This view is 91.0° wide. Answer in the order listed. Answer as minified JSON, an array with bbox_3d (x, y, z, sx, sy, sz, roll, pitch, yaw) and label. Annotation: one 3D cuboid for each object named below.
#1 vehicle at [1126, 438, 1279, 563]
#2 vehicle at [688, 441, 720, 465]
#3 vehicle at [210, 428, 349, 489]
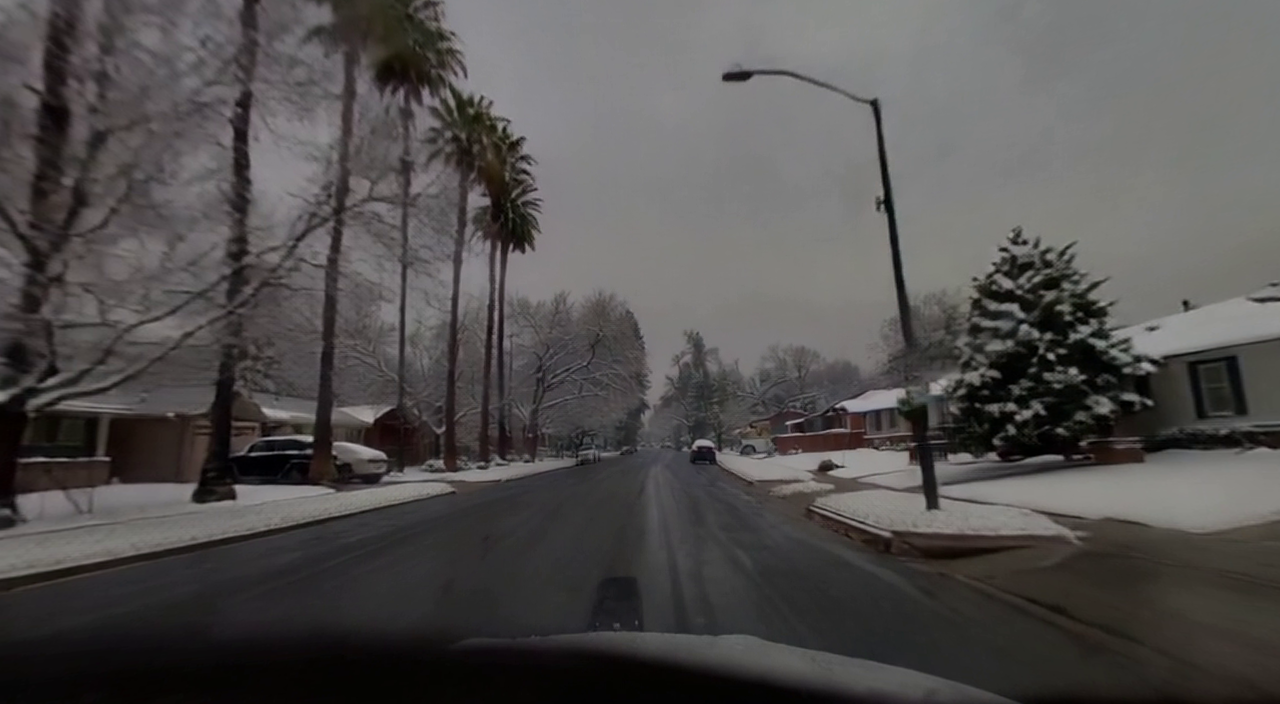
[{"bbox_3d":[9.078,1.776,8.018,4.352,1.355,1.852,0,-9,-5],"label":"vehicle"},{"bbox_3d":[4.946,7.882,49.298,2.176,1.762,4.622,-1,-9,2],"label":"vehicle"},{"bbox_3d":[-13.562,4.095,23.935,3.918,1.719,1.988,-3,-21,-2],"label":"vehicle"}]
